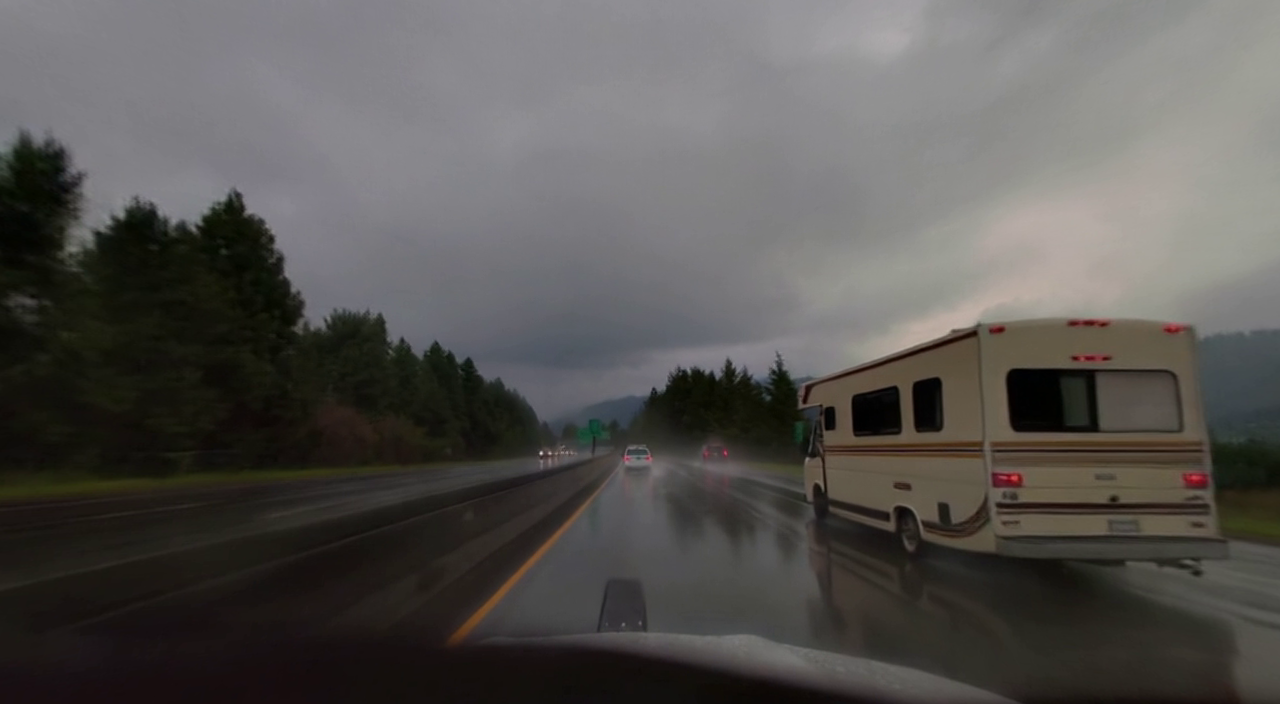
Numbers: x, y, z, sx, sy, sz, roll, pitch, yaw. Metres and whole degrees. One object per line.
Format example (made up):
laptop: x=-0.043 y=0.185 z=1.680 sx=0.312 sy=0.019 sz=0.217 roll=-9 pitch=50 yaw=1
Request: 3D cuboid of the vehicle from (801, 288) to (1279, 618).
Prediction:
vehicle: x=4.631 y=1.386 z=8.999 sx=2.745 sy=2.832 sz=7.035 roll=1 pitch=-9 yaw=0

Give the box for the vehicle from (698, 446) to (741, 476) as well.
vehicle: x=4.127 y=5.736 z=33.340 sx=1.757 sy=1.459 sz=3.398 roll=0 pitch=-9 yaw=-1

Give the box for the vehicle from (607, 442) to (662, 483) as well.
vehicle: x=-0.237 y=4.648 z=26.711 sx=2.120 sy=1.575 sz=4.018 roll=0 pitch=-9 yaw=-1
